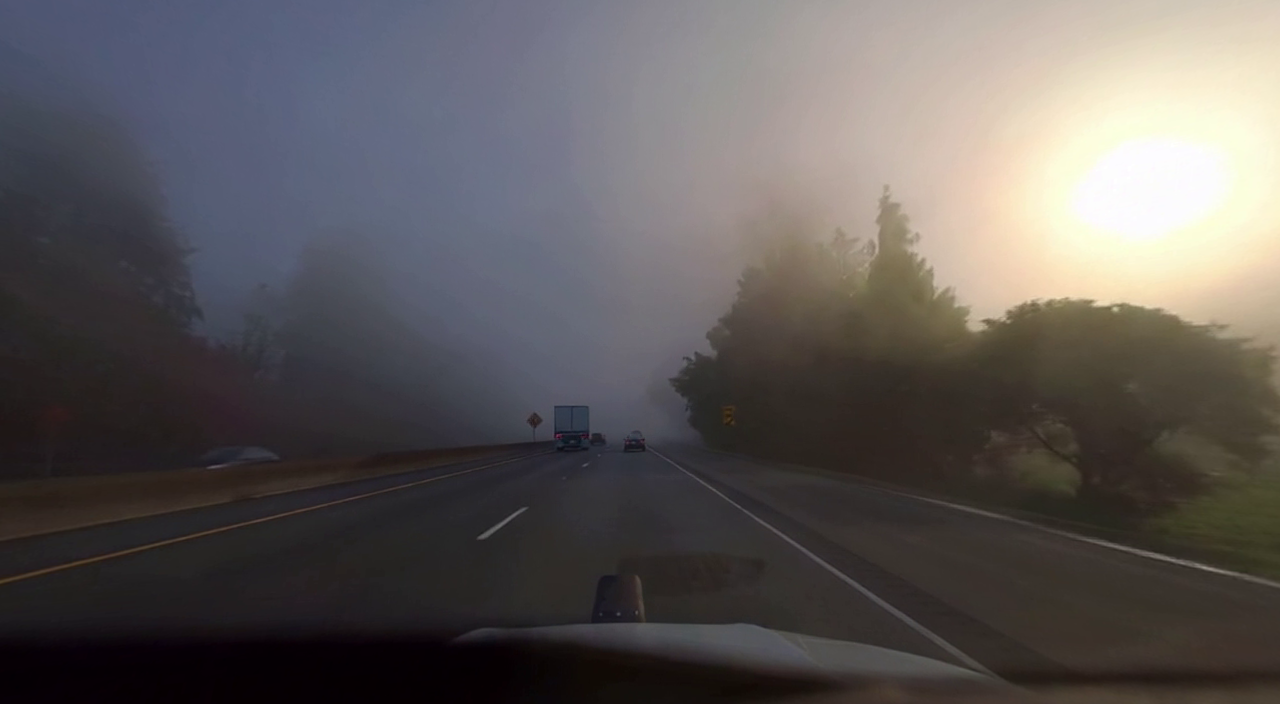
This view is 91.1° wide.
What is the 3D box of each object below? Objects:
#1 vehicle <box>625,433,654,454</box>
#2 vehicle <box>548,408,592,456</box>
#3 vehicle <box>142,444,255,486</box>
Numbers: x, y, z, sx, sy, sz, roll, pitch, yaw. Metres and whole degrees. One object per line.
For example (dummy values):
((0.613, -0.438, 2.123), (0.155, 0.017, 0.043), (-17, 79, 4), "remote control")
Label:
((-0.093, 6.620, 45.604), (1.988, 1.472, 3.716), (0, -8, -1), "vehicle")
((-4.856, 5.699, 44.704), (2.450, 3.098, 6.965), (0, -8, -1), "vehicle")
((-16.798, 4.283, 24.133), (1.654, 1.408, 3.685), (0, -8, 0), "vehicle")
